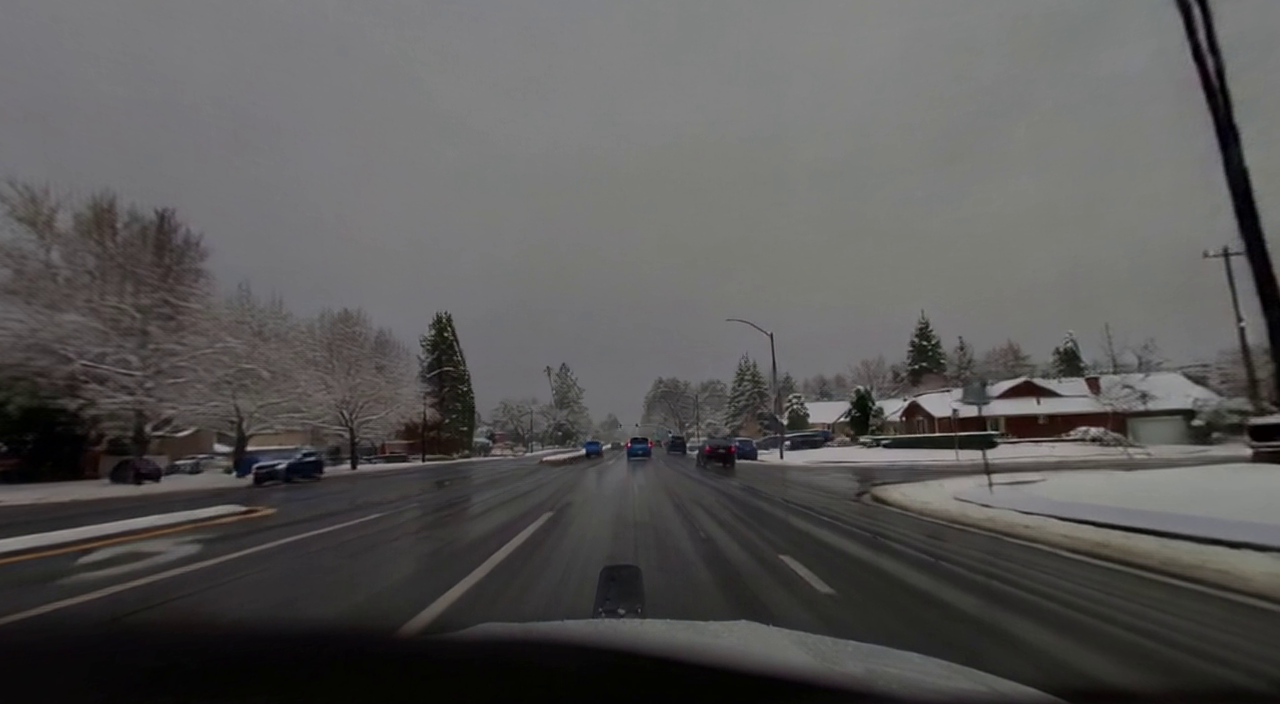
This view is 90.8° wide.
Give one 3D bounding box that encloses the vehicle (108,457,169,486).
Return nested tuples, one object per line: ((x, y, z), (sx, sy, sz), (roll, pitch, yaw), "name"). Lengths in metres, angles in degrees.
((-29.127, 6.864, 36.607), (4.771, 1.479, 1.888), (-8, -11, 42), "vehicle")

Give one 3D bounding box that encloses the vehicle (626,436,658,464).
((0.141, 6.635, 42.877), (2.043, 1.734, 4.253), (0, -8, 0), "vehicle")

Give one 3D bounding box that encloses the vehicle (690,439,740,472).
((3.535, 4.942, 30.457), (1.830, 1.451, 4.009), (0, -8, -1), "vehicle")

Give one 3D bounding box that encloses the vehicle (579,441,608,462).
((-3.602, 7.785, 49.764), (2.000, 1.569, 3.794), (0, -8, 0), "vehicle")

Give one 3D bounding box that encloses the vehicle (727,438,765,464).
((7.670, 7.211, 46.154), (1.933, 1.759, 3.900), (0, -8, -2), "vehicle")

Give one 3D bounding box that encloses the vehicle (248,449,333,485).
((-17.894, 5.881, 32.585), (1.929, 1.691, 4.267), (0, -8, 0), "vehicle")
